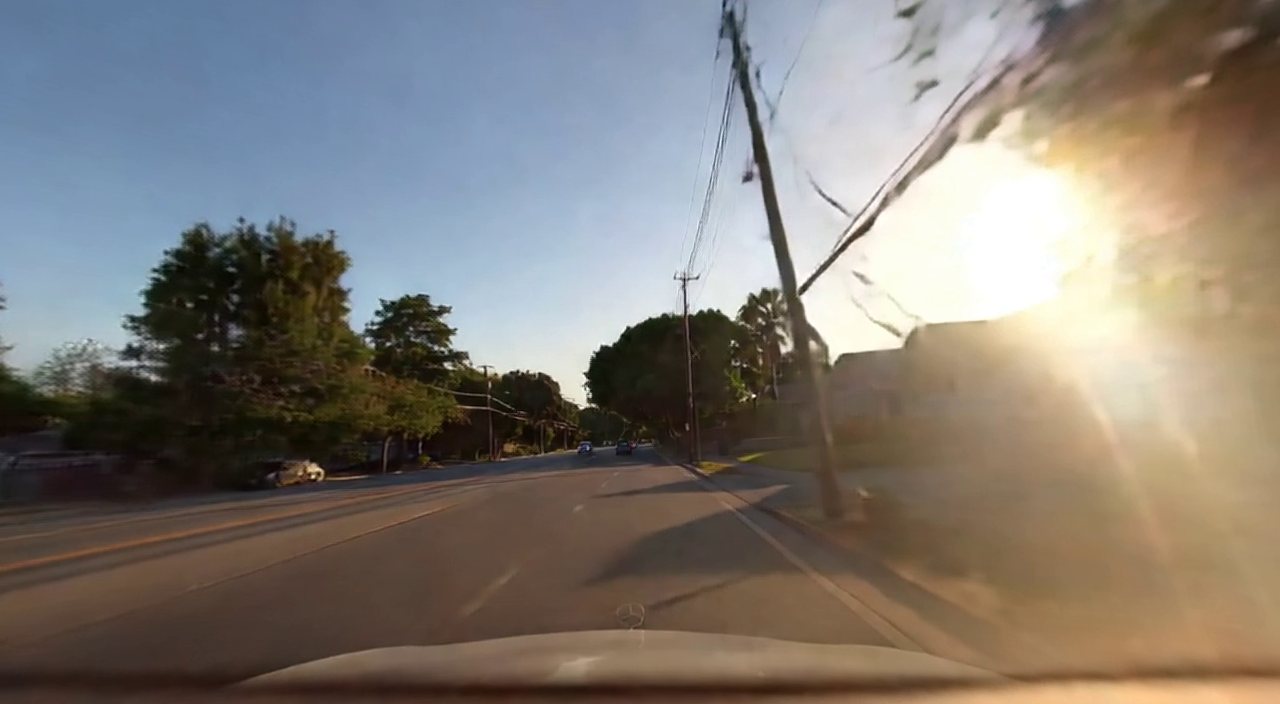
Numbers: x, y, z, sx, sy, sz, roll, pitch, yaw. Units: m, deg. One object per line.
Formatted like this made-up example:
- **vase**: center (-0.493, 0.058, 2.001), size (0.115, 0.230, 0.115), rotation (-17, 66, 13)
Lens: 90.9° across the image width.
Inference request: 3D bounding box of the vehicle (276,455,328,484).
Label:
- **vehicle**: center (-22.182, 7.667, 41.538), size (1.891, 1.703, 4.976), rotation (2, -9, -16)

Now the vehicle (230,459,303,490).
- **vehicle**: center (-21.012, 6.905, 35.696), size (1.854, 1.504, 4.436), rotation (1, -8, -7)
